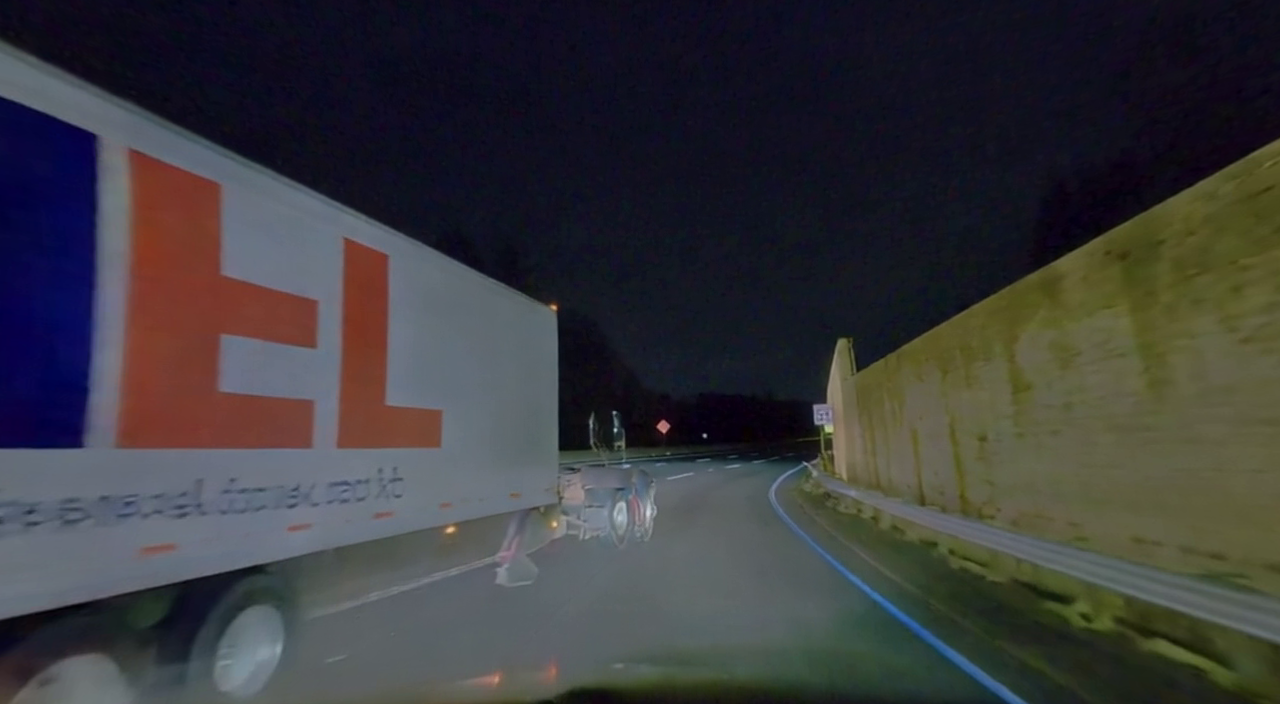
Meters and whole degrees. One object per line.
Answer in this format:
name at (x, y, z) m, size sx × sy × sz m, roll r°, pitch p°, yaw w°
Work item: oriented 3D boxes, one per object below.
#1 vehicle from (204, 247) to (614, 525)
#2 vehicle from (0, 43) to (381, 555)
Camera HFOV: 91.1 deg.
vehicle at (-3.769, 1.158, 14.517) m, size 2.997 × 4.029 × 10.500 m, roll -2°, pitch -8°, yaw 17°
vehicle at (-6.586, -0.419, 5.627) m, size 2.796 × 4.184 × 8.554 m, roll -1°, pitch -8°, yaw 17°
